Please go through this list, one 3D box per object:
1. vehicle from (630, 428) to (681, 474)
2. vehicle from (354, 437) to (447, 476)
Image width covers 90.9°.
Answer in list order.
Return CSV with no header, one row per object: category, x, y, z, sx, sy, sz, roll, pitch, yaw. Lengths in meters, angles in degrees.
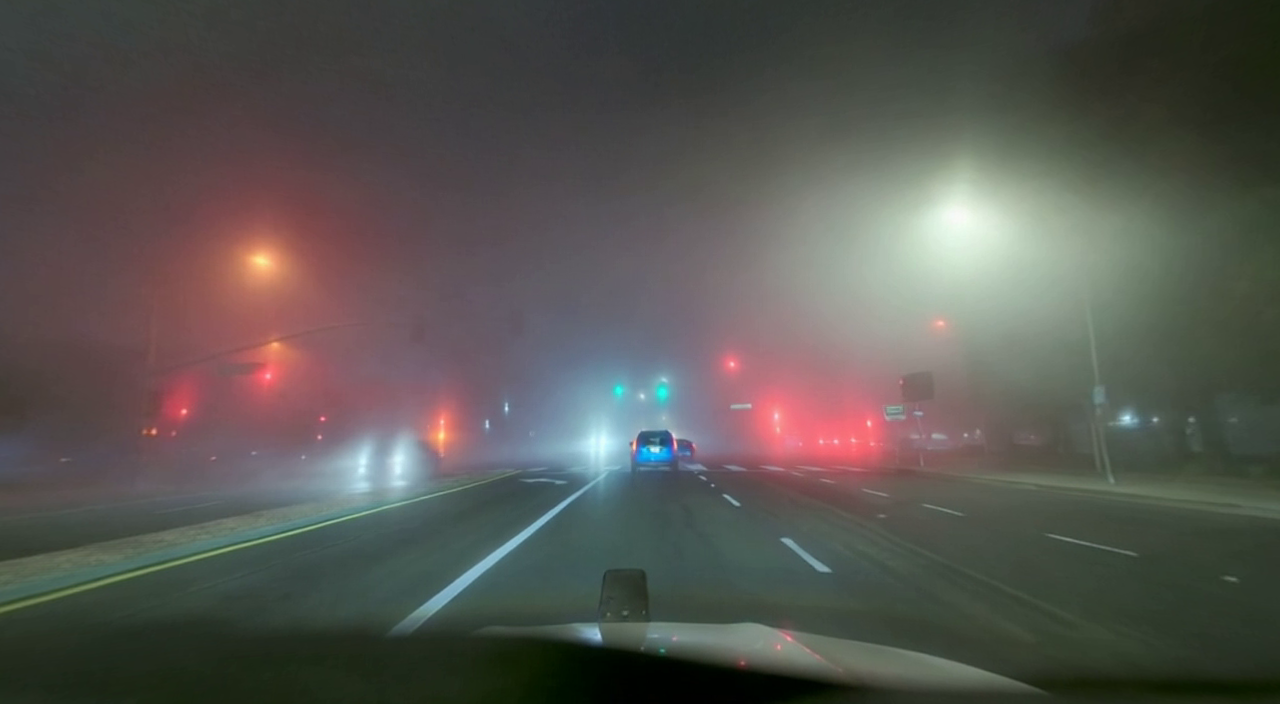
vehicle,0.645,4.150,26.604,1.994,1.759,4.186,0,-8,1
vehicle,-11.240,4.910,29.967,1.954,1.673,4.460,-2,-8,12
